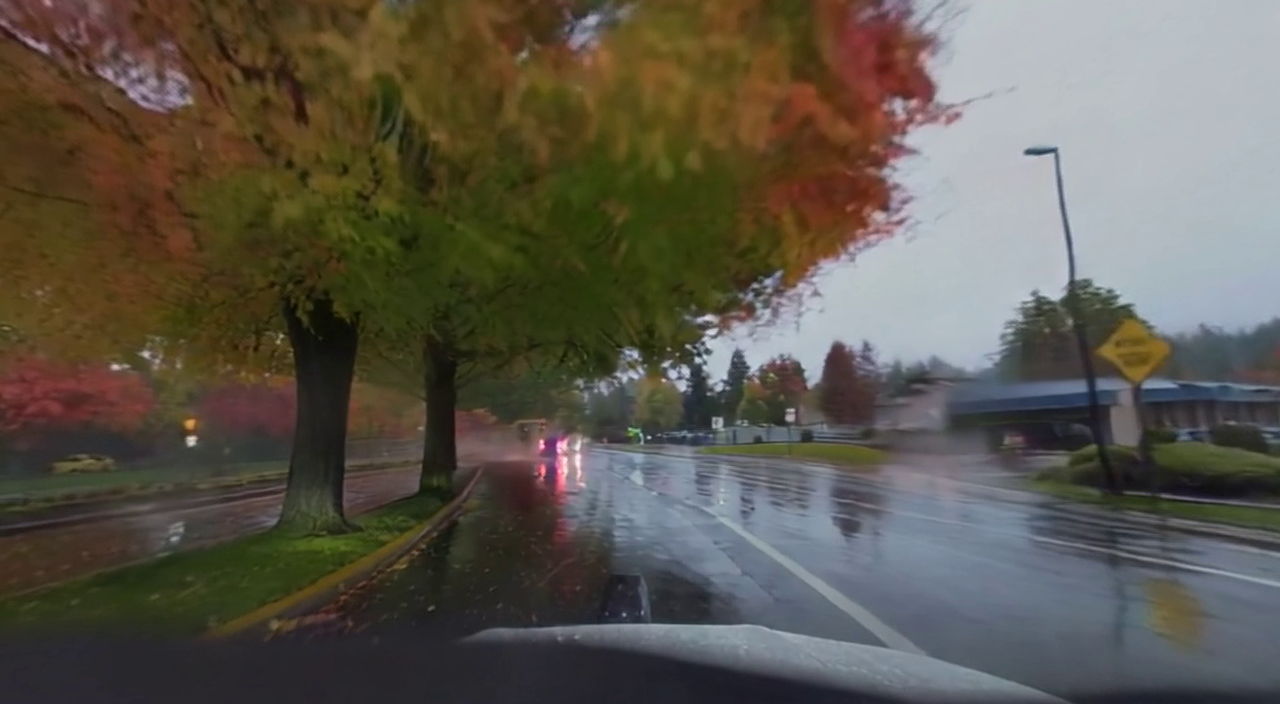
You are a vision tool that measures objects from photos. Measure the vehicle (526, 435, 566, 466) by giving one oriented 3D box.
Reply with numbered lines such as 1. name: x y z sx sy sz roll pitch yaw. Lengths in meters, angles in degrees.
1. vehicle: -6.087 6.265 40.415 2.146 1.814 5.110 2 -8 -13
